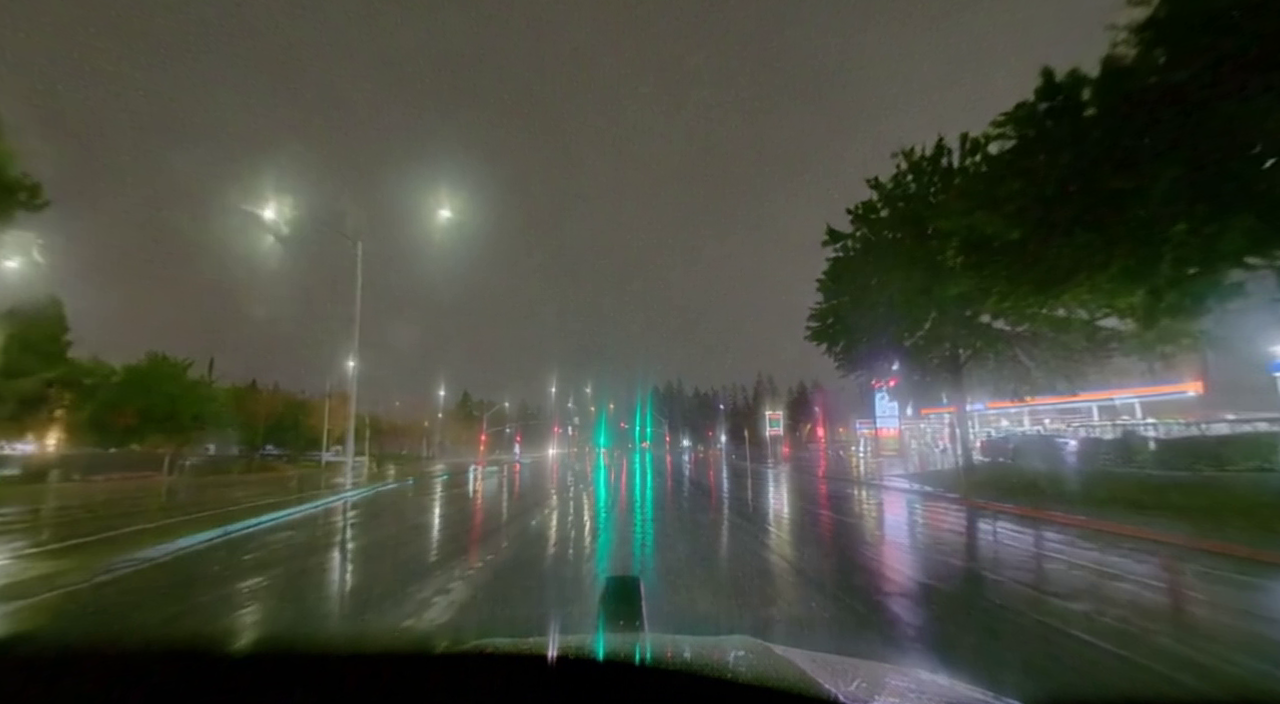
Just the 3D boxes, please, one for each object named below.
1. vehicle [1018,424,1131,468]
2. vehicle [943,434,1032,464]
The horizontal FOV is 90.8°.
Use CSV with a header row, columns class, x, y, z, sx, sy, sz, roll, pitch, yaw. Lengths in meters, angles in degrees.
class,x,y,z,sx,sy,sz,roll,pitch,yaw
vehicle,22.978,4.946,33.740,2.094,1.937,5.262,-3,-5,-2
vehicle,17.926,5.049,32.921,1.912,1.452,4.796,0,-8,0
